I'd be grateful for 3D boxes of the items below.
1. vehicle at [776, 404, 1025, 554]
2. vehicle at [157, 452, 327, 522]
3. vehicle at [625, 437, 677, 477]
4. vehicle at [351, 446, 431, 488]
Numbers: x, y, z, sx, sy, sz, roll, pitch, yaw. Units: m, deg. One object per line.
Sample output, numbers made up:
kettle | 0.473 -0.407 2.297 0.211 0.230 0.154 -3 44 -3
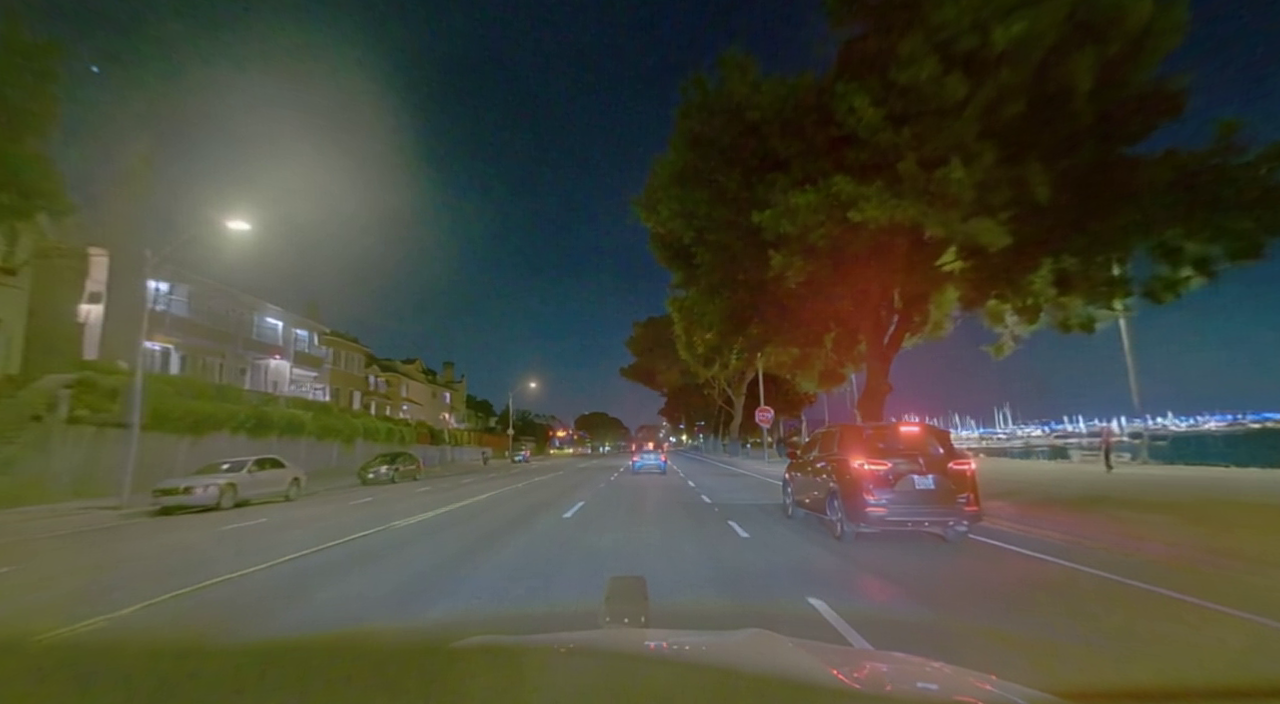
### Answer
vehicle | 3.649 1.869 9.923 2.000 1.809 4.405 0 -8 0
vehicle | -10.340 3.485 16.810 2.025 1.465 3.959 -2 -8 -1
vehicle | 0.436 4.612 27.895 2.132 1.632 3.838 0 -8 0
vehicle | -10.259 4.733 26.324 1.701 1.528 3.881 -1 -7 1
